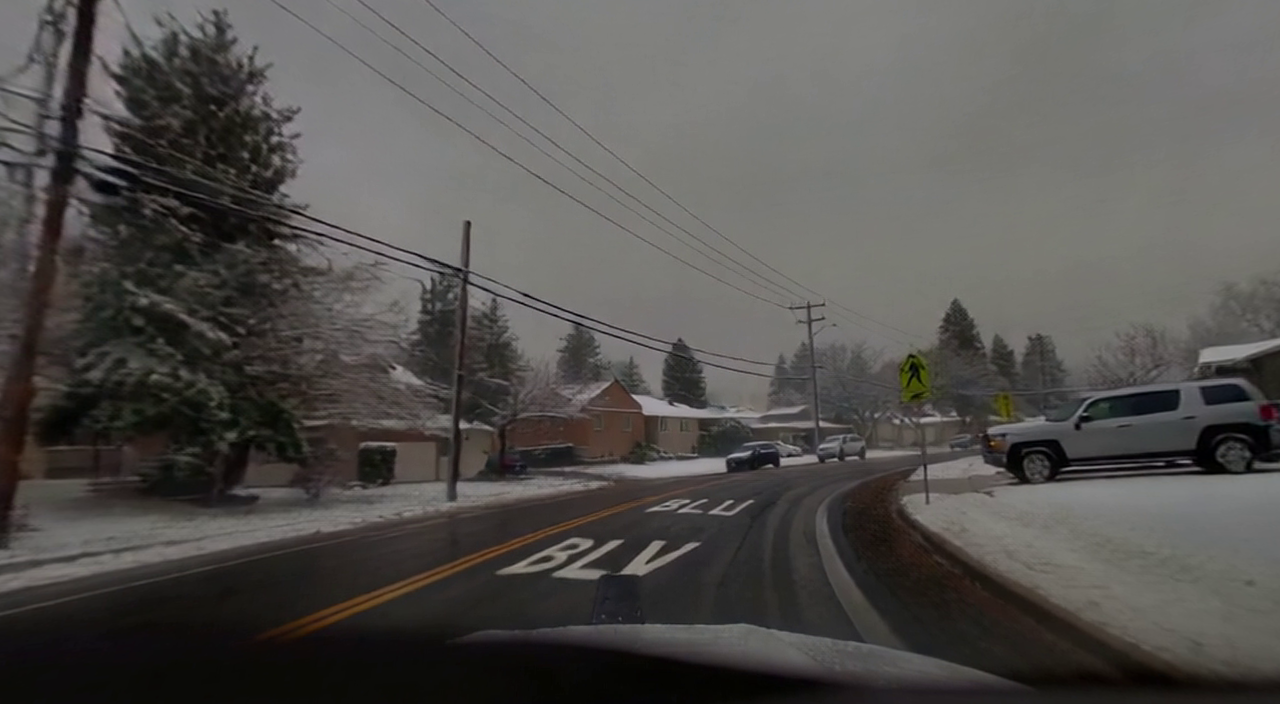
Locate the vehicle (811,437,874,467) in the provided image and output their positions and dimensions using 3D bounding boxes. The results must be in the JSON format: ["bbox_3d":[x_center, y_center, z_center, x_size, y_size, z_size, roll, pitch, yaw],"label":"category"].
[{"bbox_3d":[13.525,6.722,42.058,2.056,1.726,4.463,-13,-17,42],"label":"vehicle"}]

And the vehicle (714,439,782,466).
[{"bbox_3d":[7.540,7.051,44.566,2.155,1.802,4.758,5,-10,-30],"label":"vehicle"}]

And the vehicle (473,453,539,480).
[{"bbox_3d":[-8.027,6.820,37.749,3.697,1.489,1.842,-7,-11,38],"label":"vehicle"}]

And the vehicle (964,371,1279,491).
[{"bbox_3d":[9.312,1.592,12.395,5.011,2.014,2.056,-4,-9,23],"label":"vehicle"}]
